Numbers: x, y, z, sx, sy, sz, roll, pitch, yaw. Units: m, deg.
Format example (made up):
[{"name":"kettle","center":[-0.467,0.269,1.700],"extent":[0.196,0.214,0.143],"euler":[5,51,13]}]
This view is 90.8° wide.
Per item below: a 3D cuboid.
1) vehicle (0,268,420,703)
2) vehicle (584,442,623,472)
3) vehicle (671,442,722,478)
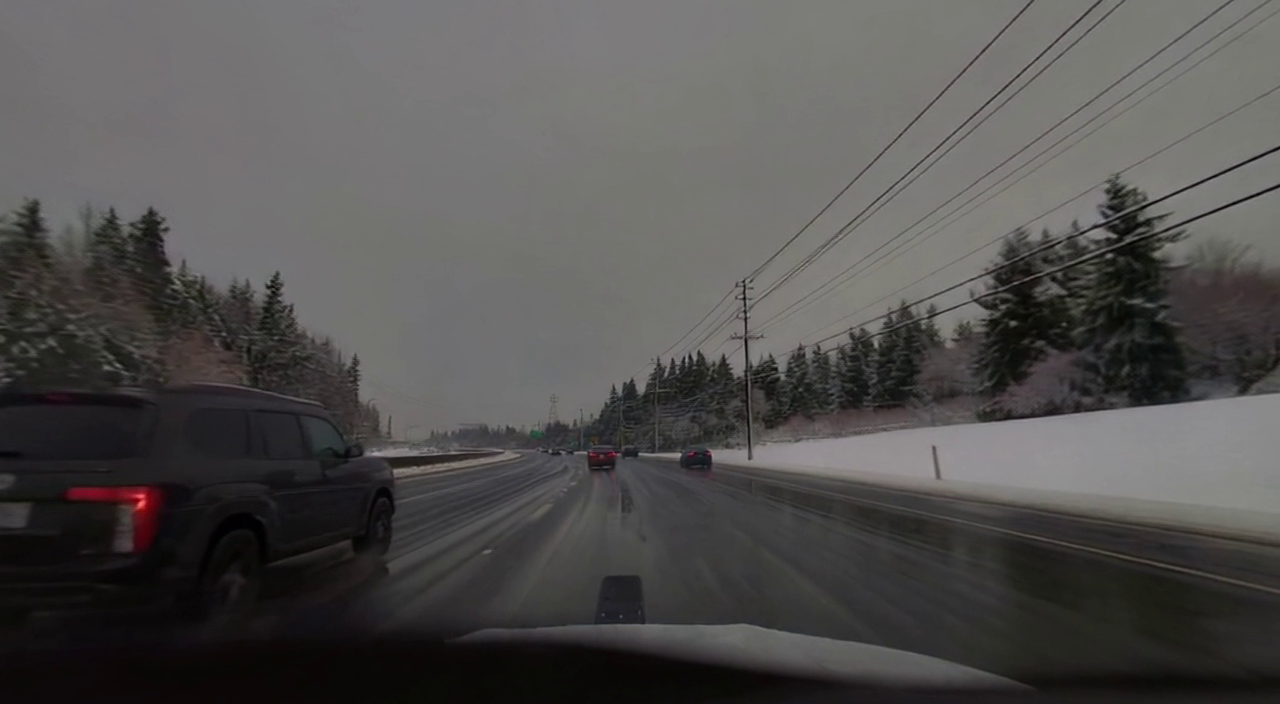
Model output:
[{"name":"vehicle","center":[-4.100,1.083,5.271],"extent":[2.475,2.152,5.837],"euler":[0,-8,-1]},{"name":"vehicle","center":[-2.275,6.335,38.364],"extent":[2.188,1.714,3.921],"euler":[1,-8,-5]},{"name":"vehicle","center":[2.558,4.982,29.411],"extent":[1.789,1.503,3.897],"euler":[0,-8,-3]}]
